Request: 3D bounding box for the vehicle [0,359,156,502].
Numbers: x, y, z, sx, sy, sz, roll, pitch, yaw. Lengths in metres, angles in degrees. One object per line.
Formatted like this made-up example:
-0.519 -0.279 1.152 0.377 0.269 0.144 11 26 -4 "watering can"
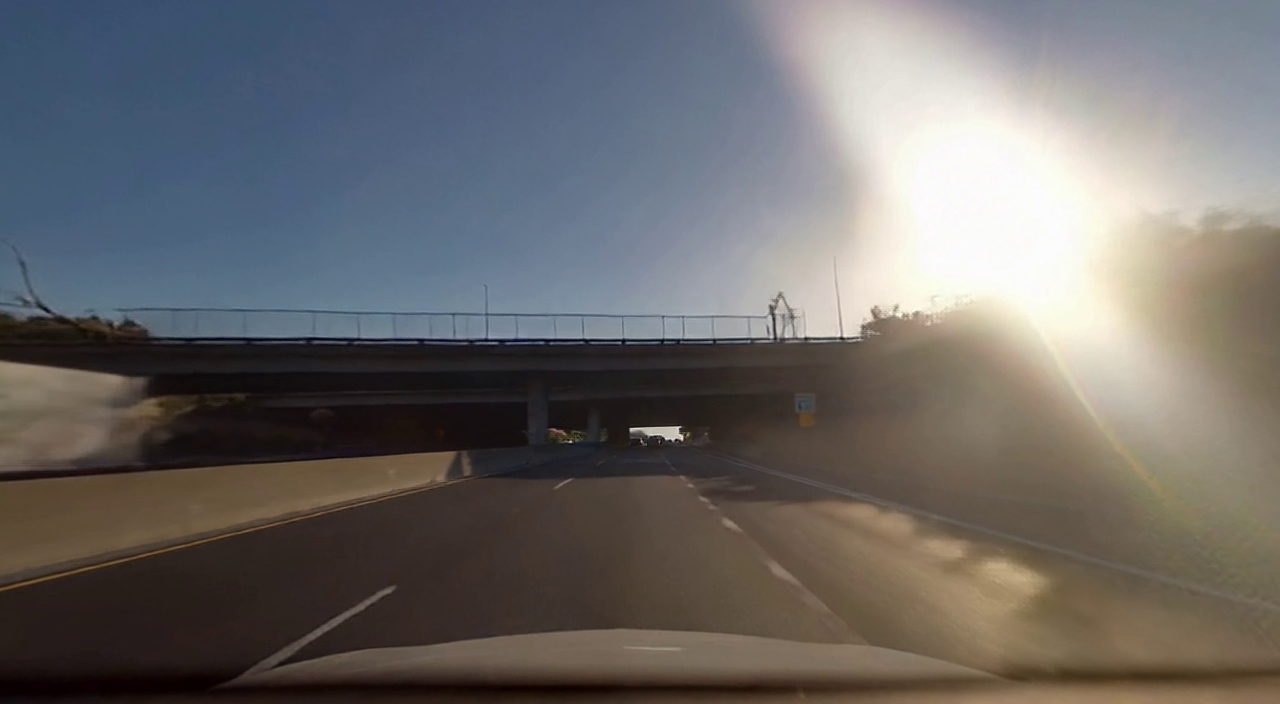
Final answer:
-19.964 2.046 16.620 2.973 4.079 14.336 0 -8 0 "vehicle"
